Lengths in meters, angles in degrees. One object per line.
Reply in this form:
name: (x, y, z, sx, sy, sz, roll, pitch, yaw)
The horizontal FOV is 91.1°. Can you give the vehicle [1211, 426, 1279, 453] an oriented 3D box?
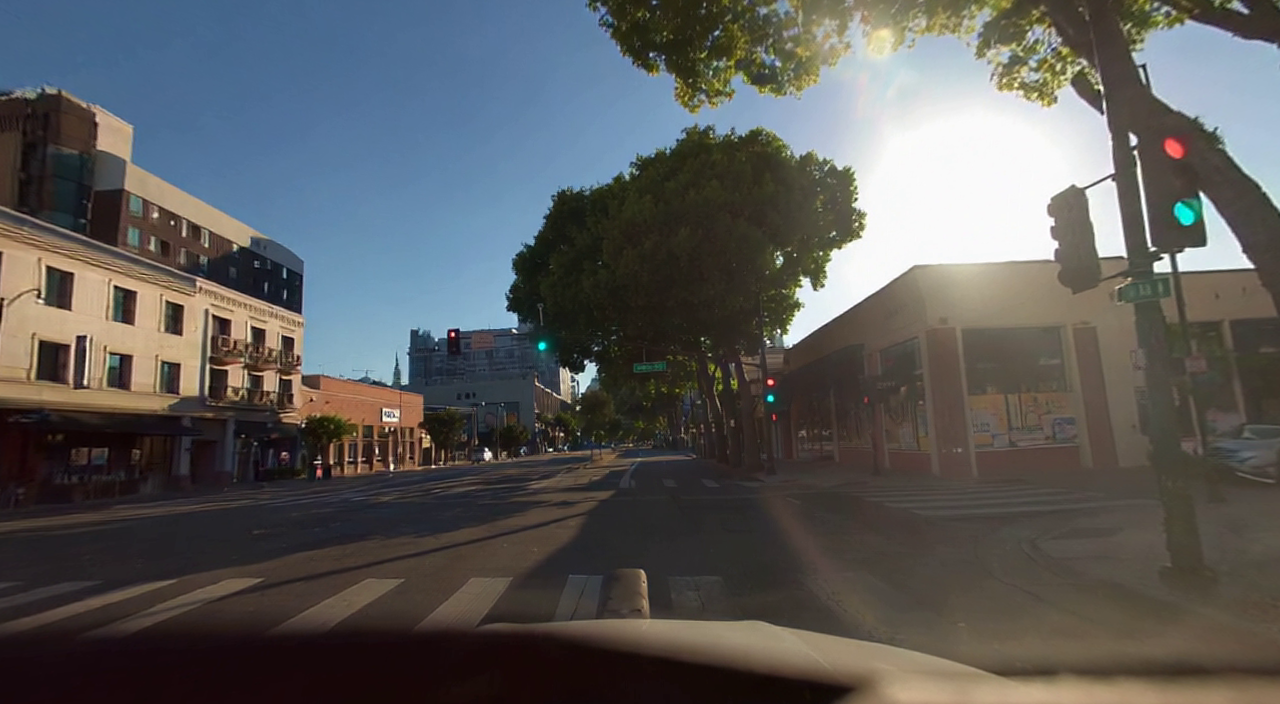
vehicle: (35.303, 4.892, 35.271, 4.493, 1.453, 1.849, -2, -9, 2)
